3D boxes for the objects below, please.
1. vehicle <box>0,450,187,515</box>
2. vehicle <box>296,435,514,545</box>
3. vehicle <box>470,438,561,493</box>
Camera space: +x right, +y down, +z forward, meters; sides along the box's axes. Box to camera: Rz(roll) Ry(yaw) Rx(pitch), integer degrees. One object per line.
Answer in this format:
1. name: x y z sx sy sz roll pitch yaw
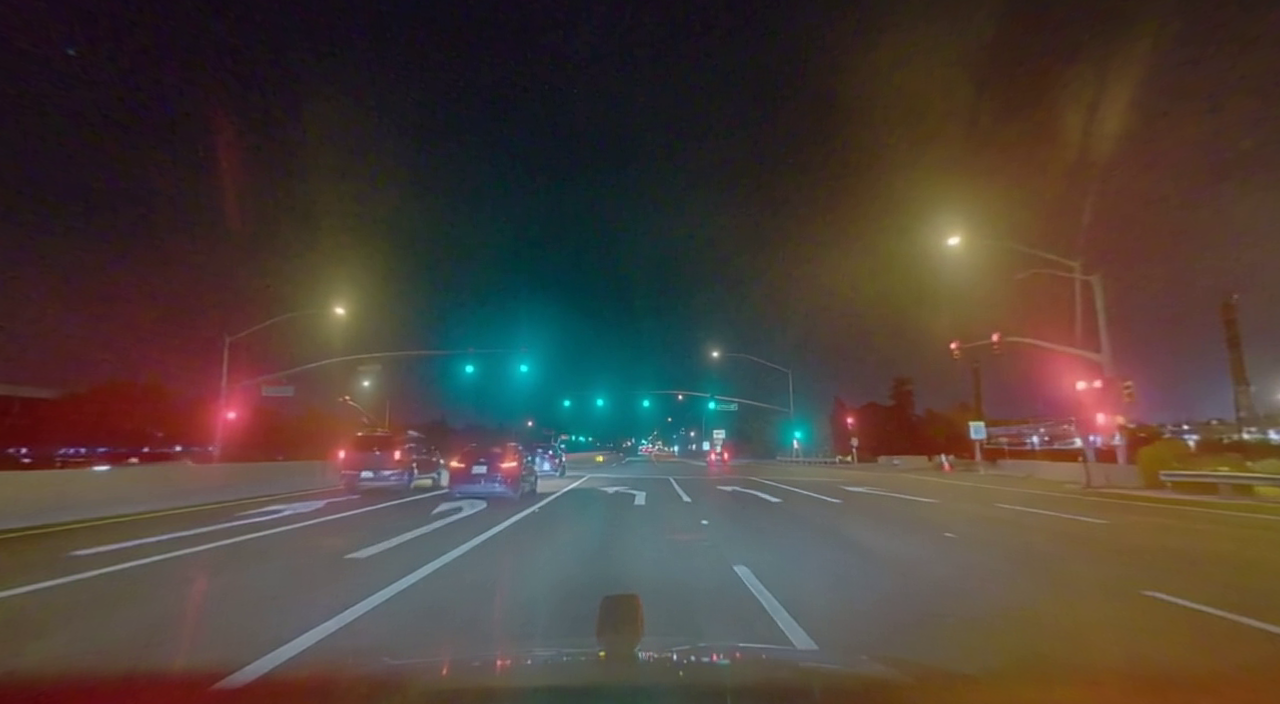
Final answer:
1. vehicle: -15.753 3.601 18.024 1.971 1.548 4.907 0 -8 1
2. vehicle: -3.662 2.217 10.926 2.018 1.463 4.603 0 -8 0
3. vehicle: -3.823 3.564 20.181 1.974 1.538 4.287 0 -8 1
